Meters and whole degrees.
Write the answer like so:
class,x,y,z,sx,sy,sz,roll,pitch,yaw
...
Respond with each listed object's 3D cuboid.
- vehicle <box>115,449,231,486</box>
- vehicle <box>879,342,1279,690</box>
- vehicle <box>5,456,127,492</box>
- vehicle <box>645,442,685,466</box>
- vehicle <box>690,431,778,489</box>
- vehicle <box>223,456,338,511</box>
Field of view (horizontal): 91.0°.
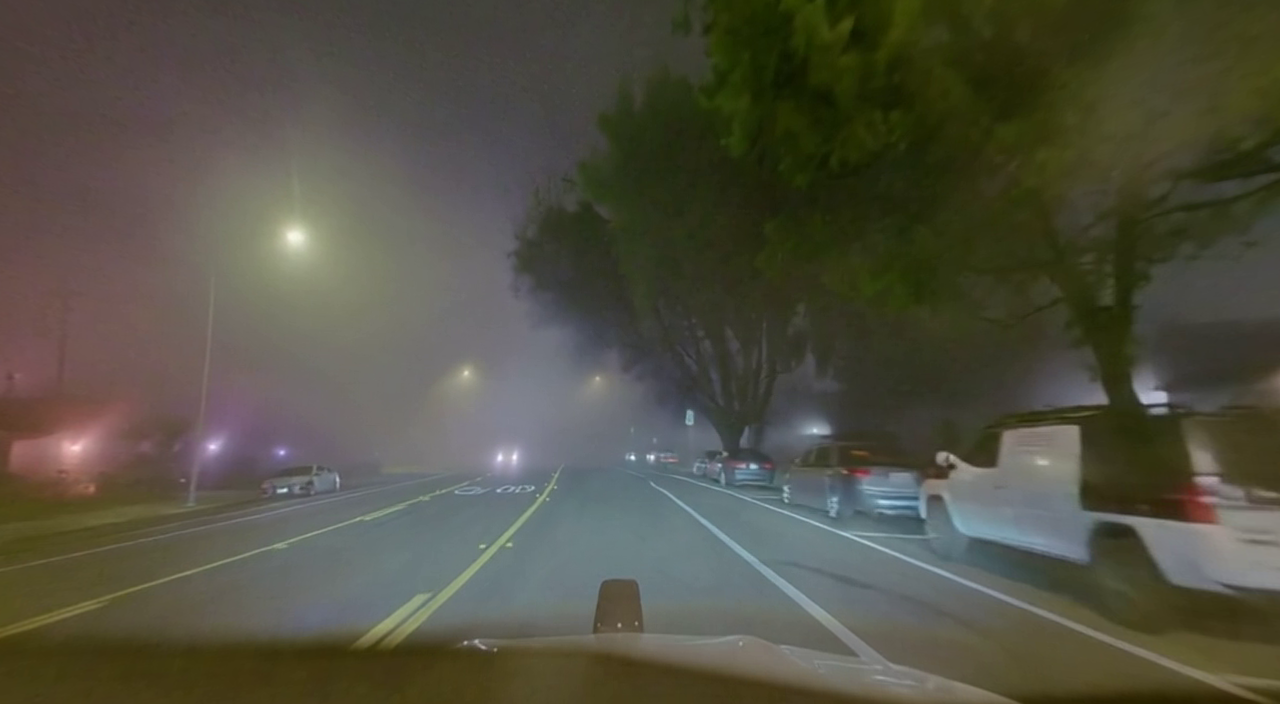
class,x,y,z,sx,sy,sz,roll,pitch,yaw
vehicle,-25.324,6.272,34.266,4.552,1.857,1.950,1,-8,-4
vehicle,4.458,1.360,6.059,2.385,1.932,4.949,4,-9,0
vehicle,-30.670,6.511,33.749,4.320,1.728,2.107,1,-8,-3
vehicle,1.717,7.282,45.151,2.350,1.579,4.765,2,-8,-4
vehicle,3.282,3.894,23.175,2.348,1.804,5.207,2,-8,-1
vehicle,-12.654,4.590,22.481,1.932,1.468,4.305,-5,-8,-5
